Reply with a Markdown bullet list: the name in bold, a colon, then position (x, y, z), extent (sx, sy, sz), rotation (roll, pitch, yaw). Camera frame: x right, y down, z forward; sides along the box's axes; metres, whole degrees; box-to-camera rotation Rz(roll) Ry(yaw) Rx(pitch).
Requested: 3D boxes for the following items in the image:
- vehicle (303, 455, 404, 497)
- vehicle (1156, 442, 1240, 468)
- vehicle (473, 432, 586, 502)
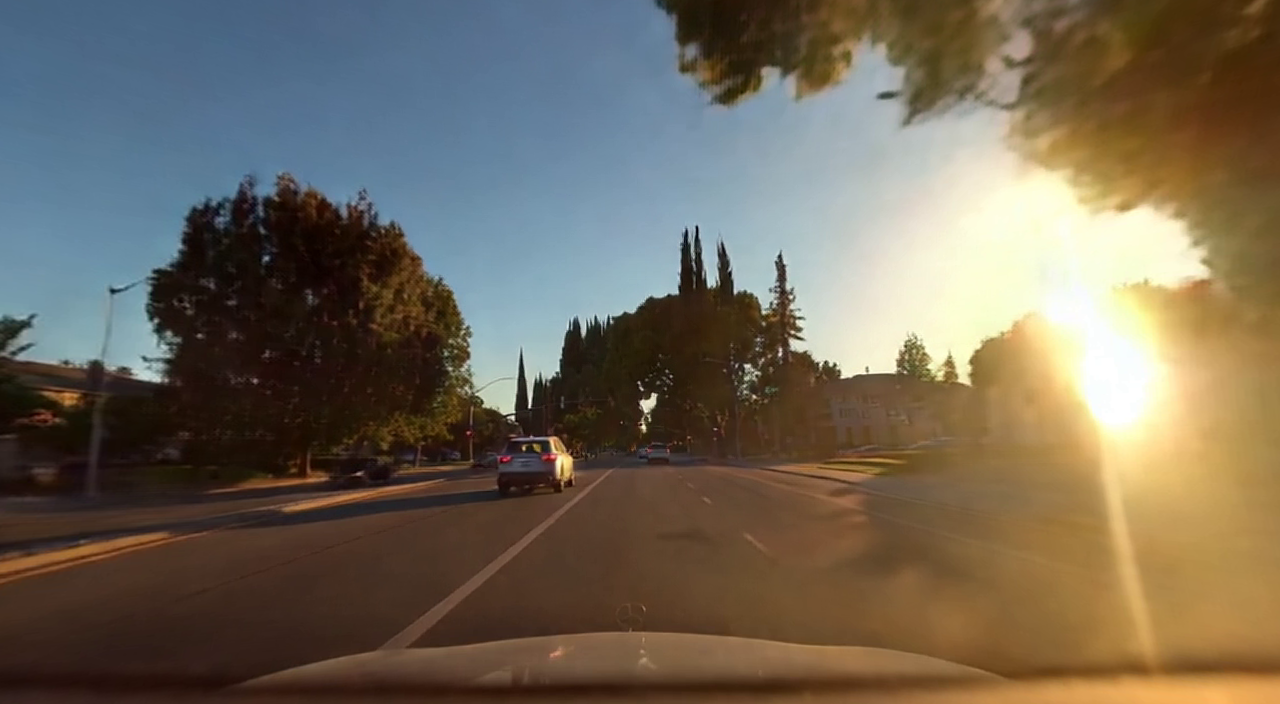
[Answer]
- **vehicle**: position (-11.692, 5.052, 26.116), extent (1.952, 1.500, 4.543), rotation (0, -9, 1)
- **vehicle**: position (35.007, 6.480, 39.672), extent (1.719, 1.506, 3.878), rotation (0, -9, 2)
- **vehicle**: position (-3.134, 3.442, 19.328), extent (2.459, 1.825, 5.380), rotation (0, -9, 0)
